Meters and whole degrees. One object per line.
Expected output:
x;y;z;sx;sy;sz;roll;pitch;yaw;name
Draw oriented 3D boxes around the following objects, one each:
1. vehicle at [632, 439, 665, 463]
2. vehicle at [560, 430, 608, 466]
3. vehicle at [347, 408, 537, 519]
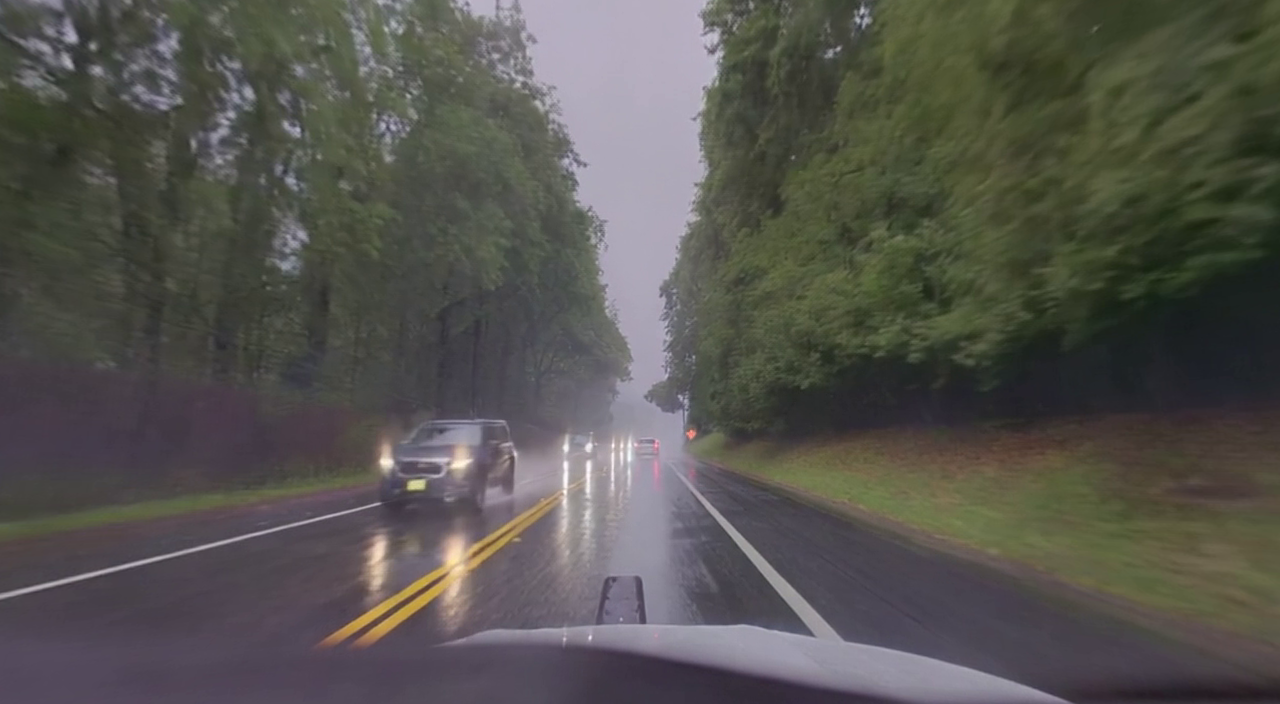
0.563;6.616;42.254;2.067;1.486;3.861;0;-9;1;vehicle
-3.497;6.193;40.888;2.441;2.113;5.738;0;-9;1;vehicle
-4.137;2.489;14.564;2.461;2.030;5.478;0;-9;2;vehicle
